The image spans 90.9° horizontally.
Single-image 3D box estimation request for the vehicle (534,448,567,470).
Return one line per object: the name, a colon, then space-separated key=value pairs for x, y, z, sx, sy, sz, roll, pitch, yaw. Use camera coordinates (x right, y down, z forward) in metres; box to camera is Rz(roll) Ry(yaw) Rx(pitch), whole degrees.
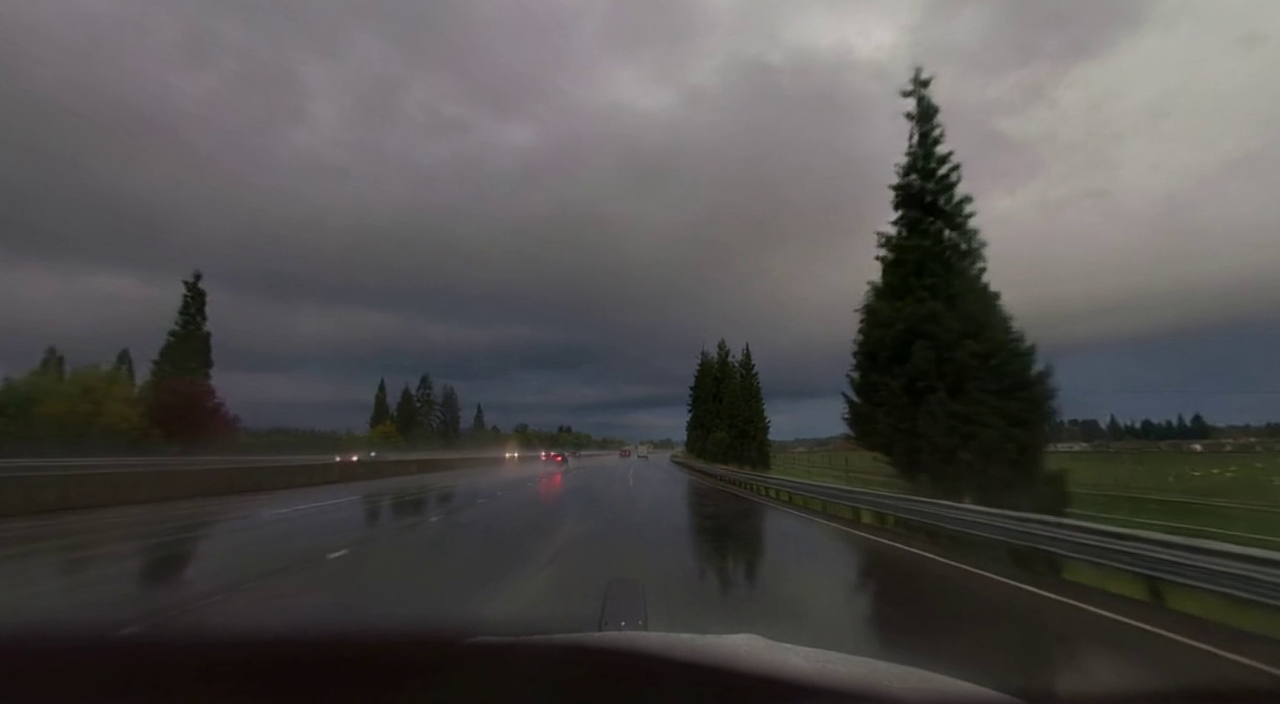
vehicle: x=-6.875 y=8.264 z=48.649 sx=1.875 sy=1.587 sz=4.687 roll=0 pitch=-9 yaw=0
